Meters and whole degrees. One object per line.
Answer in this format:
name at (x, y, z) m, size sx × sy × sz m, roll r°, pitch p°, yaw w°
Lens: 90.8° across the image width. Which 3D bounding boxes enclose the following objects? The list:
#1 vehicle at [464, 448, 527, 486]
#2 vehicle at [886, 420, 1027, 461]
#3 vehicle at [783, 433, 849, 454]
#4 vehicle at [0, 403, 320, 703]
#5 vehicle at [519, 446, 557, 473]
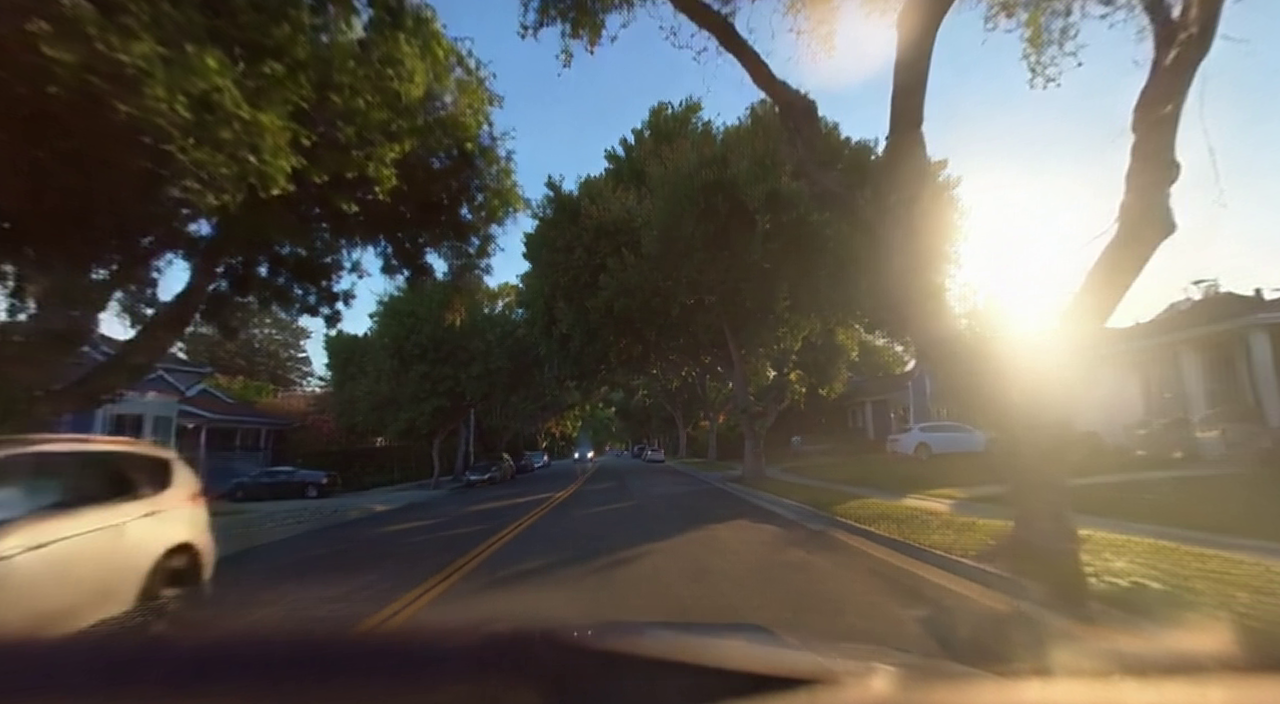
vehicle at (-6.843, 5.471, 30.369) m, size 2.031 × 1.662 × 4.194 m, roll 0°, pitch -9°, yaw -1°
vehicle at (12.144, 3.457, 24.555) m, size 4.389 × 1.480 × 2.038 m, roll -2°, pitch -9°, yaw 9°
vehicle at (12.624, 6.634, 45.563) m, size 4.370 × 1.433 × 1.889 m, roll -1°, pitch -9°, yaw 12°
vehicle at (-4.128, 1.223, 3.846) m, size 1.973 × 1.683 × 4.400 m, roll 0°, pitch -9°, yaw 1°
vehicle at (-7.145, 7.574, 44.701) m, size 2.033 × 1.721 × 4.328 m, roll 0°, pitch -9°, yaw -1°
